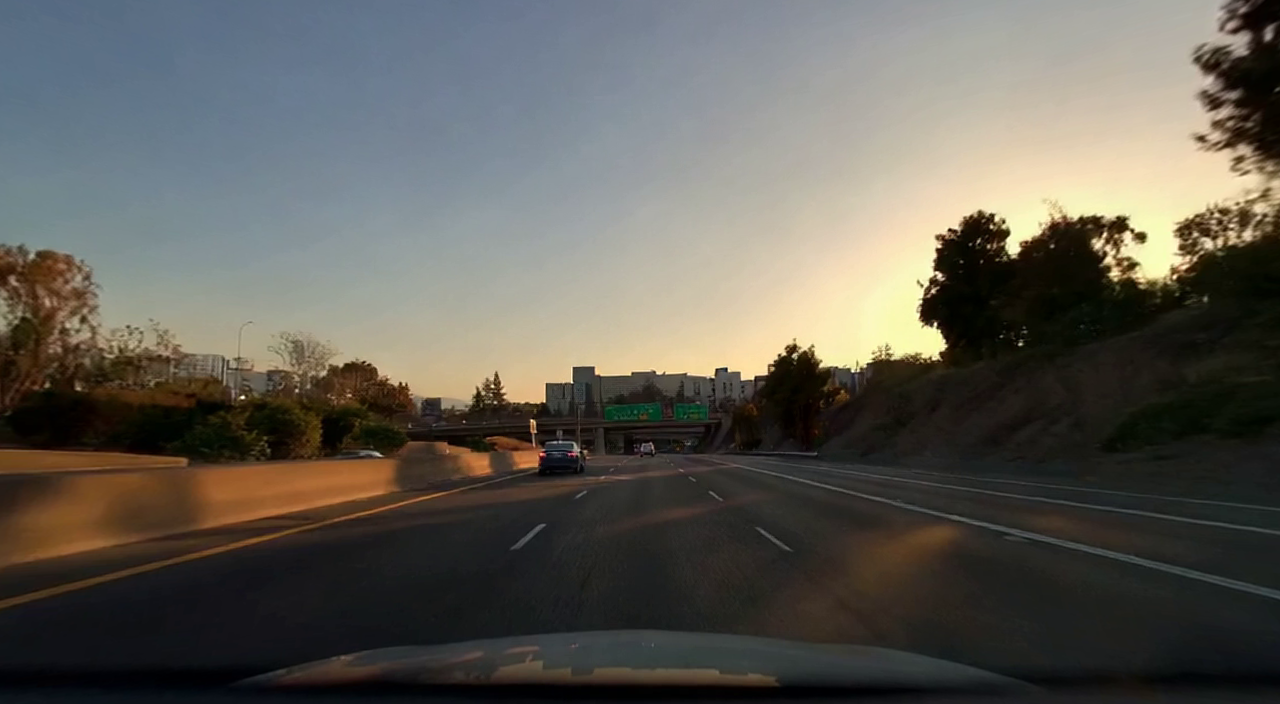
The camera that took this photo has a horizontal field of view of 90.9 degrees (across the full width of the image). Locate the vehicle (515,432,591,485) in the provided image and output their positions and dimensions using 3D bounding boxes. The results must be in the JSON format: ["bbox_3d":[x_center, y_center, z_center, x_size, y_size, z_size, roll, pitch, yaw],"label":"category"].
[{"bbox_3d":[-3.017,3.823,22.879,2.072,1.706,4.359,0,-8,1],"label":"vehicle"}]
